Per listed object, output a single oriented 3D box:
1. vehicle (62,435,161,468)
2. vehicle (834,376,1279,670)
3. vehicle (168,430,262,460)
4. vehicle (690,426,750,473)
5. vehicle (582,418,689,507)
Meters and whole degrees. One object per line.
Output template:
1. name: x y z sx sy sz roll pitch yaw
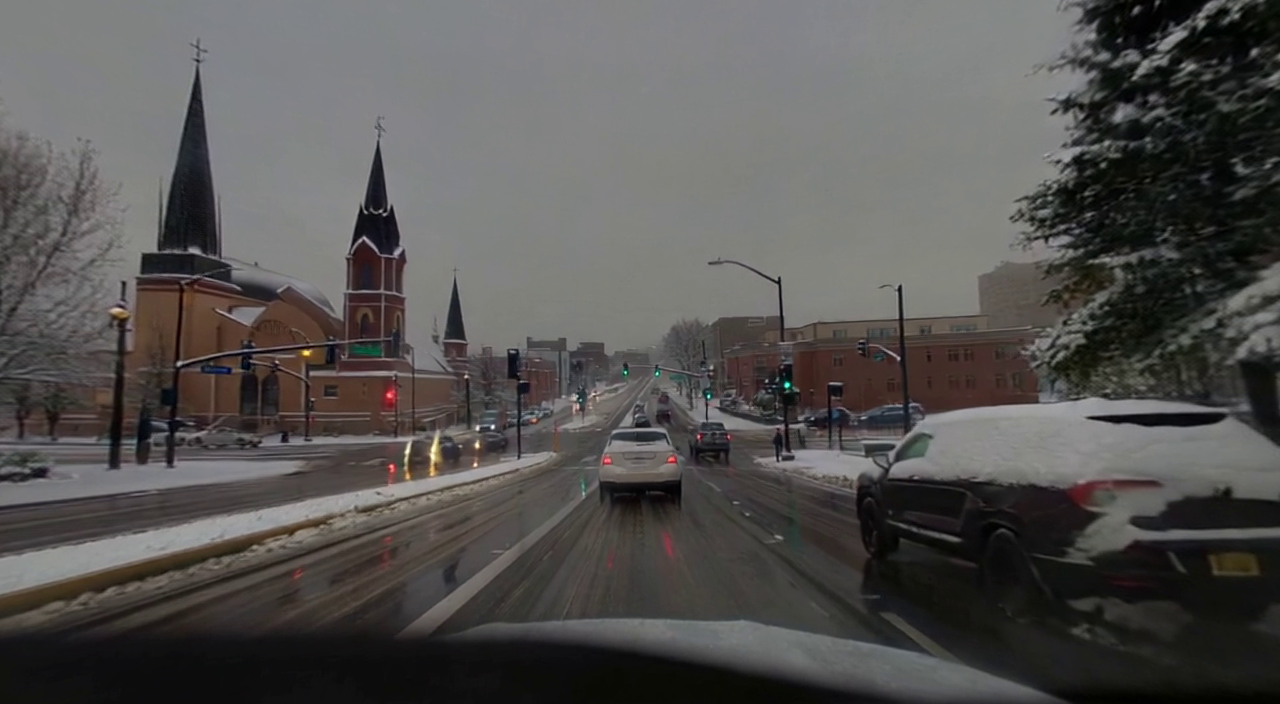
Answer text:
1. vehicle: -33.942 6.382 40.644 4.551 1.784 2.121 0 0 -1
2. vehicle: 3.682 1.350 6.141 2.080 1.735 4.650 0 -8 0
3. vehicle: -29.564 6.456 44.039 4.955 1.828 2.268 0 -3 -2
4. vehicle: 3.902 4.802 31.759 2.228 1.922 5.335 3 -6 0
5. vehicle: 0.003 2.530 14.836 2.168 1.776 4.135 0 -8 3
